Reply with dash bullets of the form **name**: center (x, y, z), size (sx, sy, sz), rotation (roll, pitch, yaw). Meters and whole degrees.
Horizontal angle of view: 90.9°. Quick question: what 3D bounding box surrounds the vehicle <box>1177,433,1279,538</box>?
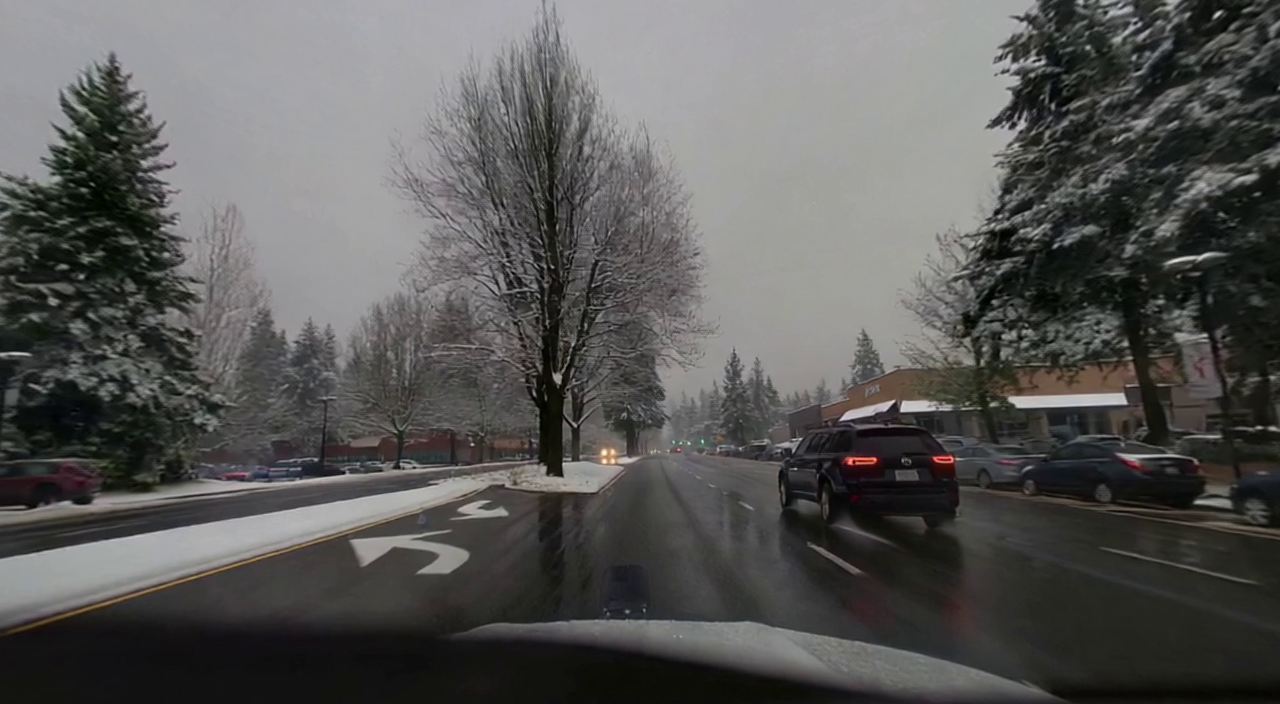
- **vehicle**: center (10.927, 2.028, 9.470), size (1.835, 1.637, 4.407), rotation (0, -9, 1)

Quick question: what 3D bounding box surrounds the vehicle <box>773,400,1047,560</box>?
- **vehicle**: center (3.614, 1.825, 9.633), size (2.183, 1.845, 4.482), rotation (0, -9, 0)

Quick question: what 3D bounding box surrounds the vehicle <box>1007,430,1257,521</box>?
- **vehicle**: center (10.973, 2.756, 14.682), size (1.899, 1.732, 4.800), rotation (0, -9, 0)

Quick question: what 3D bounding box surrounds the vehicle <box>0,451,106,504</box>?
- **vehicle**: center (-23.984, 4.840, 24.584), size (5.096, 1.872, 2.139), rotation (-2, -9, 15)
